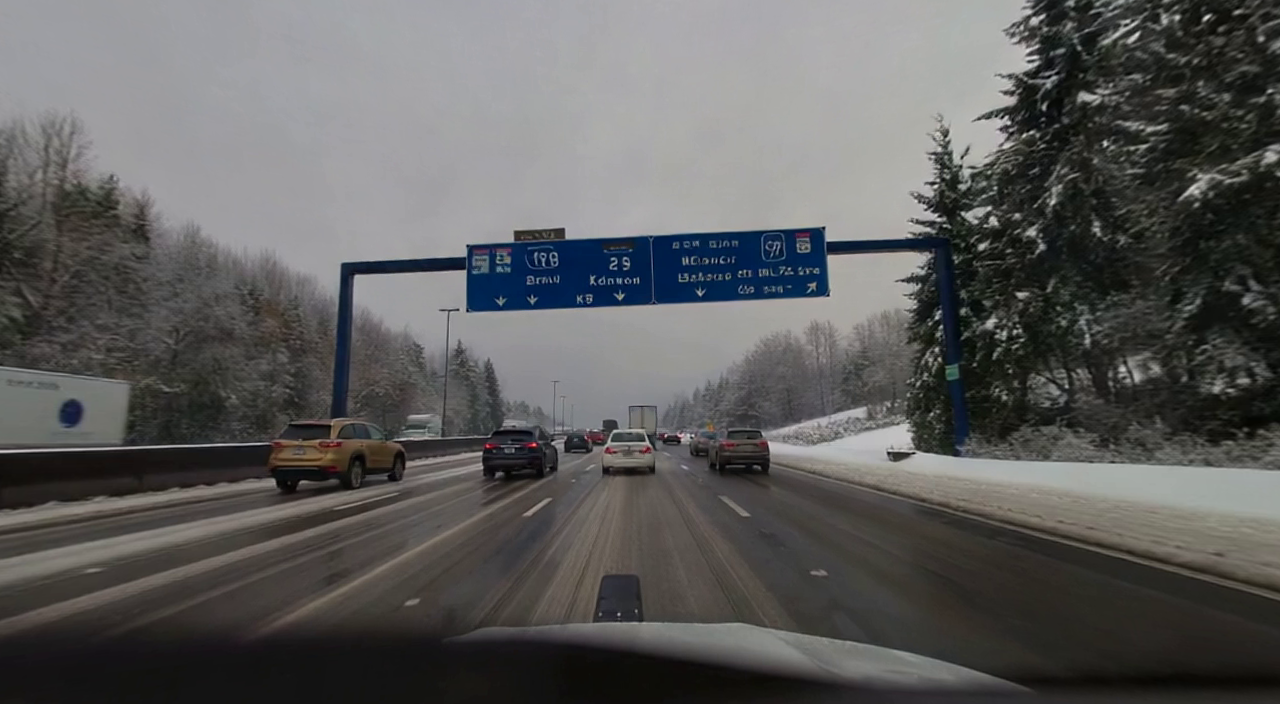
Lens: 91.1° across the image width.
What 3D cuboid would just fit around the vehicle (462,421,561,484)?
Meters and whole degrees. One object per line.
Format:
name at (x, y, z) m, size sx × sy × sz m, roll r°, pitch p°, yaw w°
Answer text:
vehicle at (-3.725, 2.999, 19.073) m, size 2.064 × 1.672 × 4.277 m, roll 0°, pitch -8°, yaw 1°

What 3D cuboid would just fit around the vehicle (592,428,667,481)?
vehicle at (-0.304, 3.197, 20.041) m, size 2.111 × 1.494 × 4.364 m, roll 0°, pitch -8°, yaw 0°

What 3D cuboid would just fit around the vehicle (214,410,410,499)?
vehicle at (-7.457, 2.380, 15.036) m, size 2.117 × 1.779 × 4.745 m, roll 0°, pitch -8°, yaw 0°

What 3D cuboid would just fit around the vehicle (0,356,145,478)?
vehicle at (-23.175, 2.073, 20.284) m, size 2.934 × 4.105 × 14.191 m, roll 0°, pitch -8°, yaw 0°

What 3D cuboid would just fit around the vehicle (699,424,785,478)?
vehicle at (3.336, 3.319, 21.452) m, size 2.095 × 1.650 × 4.331 m, roll 0°, pitch -8°, yaw -1°
